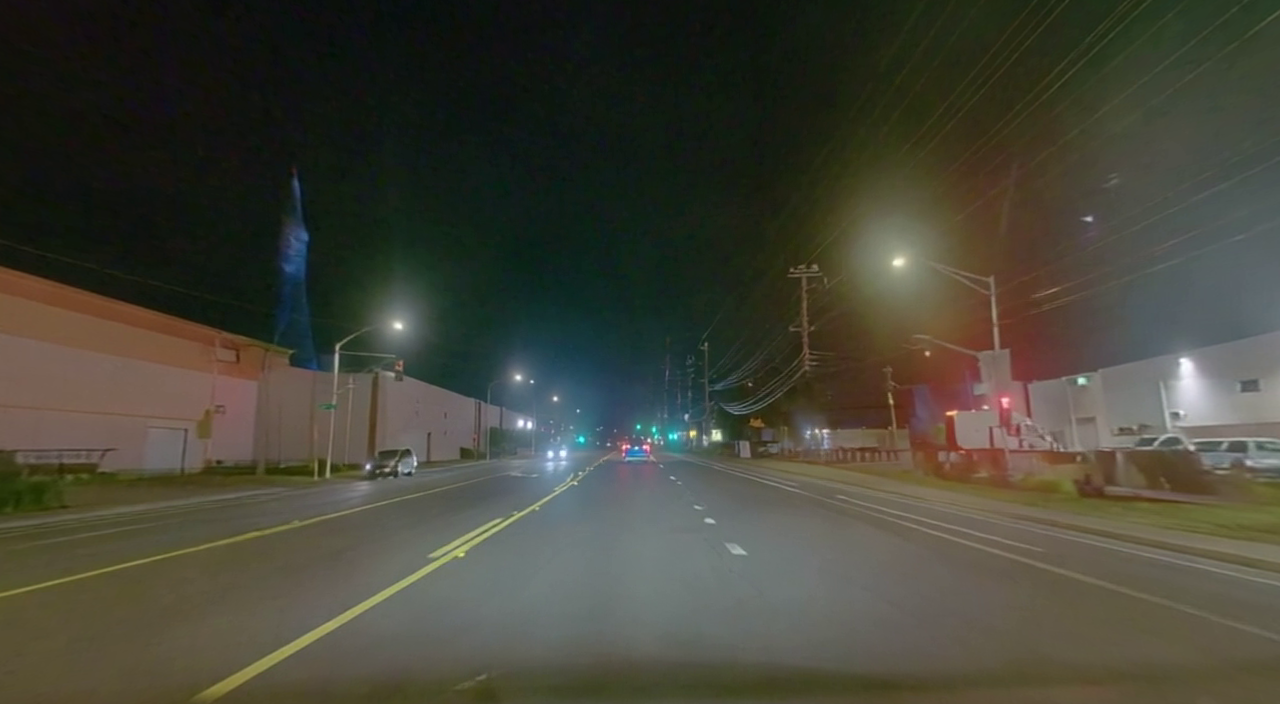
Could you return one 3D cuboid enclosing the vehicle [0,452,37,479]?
[{"bbox_3d":[-37.730,6.699,37.415,4.343,1.483,1.916,-6,-10,34],"label":"vehicle"}]

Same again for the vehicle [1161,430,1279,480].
[{"bbox_3d":[23.860,4.003,24.643,5.111,1.827,2.058,-1,-8,2],"label":"vehicle"}]

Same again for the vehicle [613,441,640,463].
[{"bbox_3d":[-0.990,7.534,47.837,1.937,1.588,3.746,0,-8,0],"label":"vehicle"}]

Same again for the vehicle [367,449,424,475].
[{"bbox_3d":[-16.128,7.243,41.893,1.936,1.555,4.533,-1,-8,0],"label":"vehicle"}]

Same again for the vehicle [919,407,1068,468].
[{"bbox_3d":[22.135,5.415,39.888,7.478,3.666,2.863,0,-8,0],"label":"vehicle"}]
